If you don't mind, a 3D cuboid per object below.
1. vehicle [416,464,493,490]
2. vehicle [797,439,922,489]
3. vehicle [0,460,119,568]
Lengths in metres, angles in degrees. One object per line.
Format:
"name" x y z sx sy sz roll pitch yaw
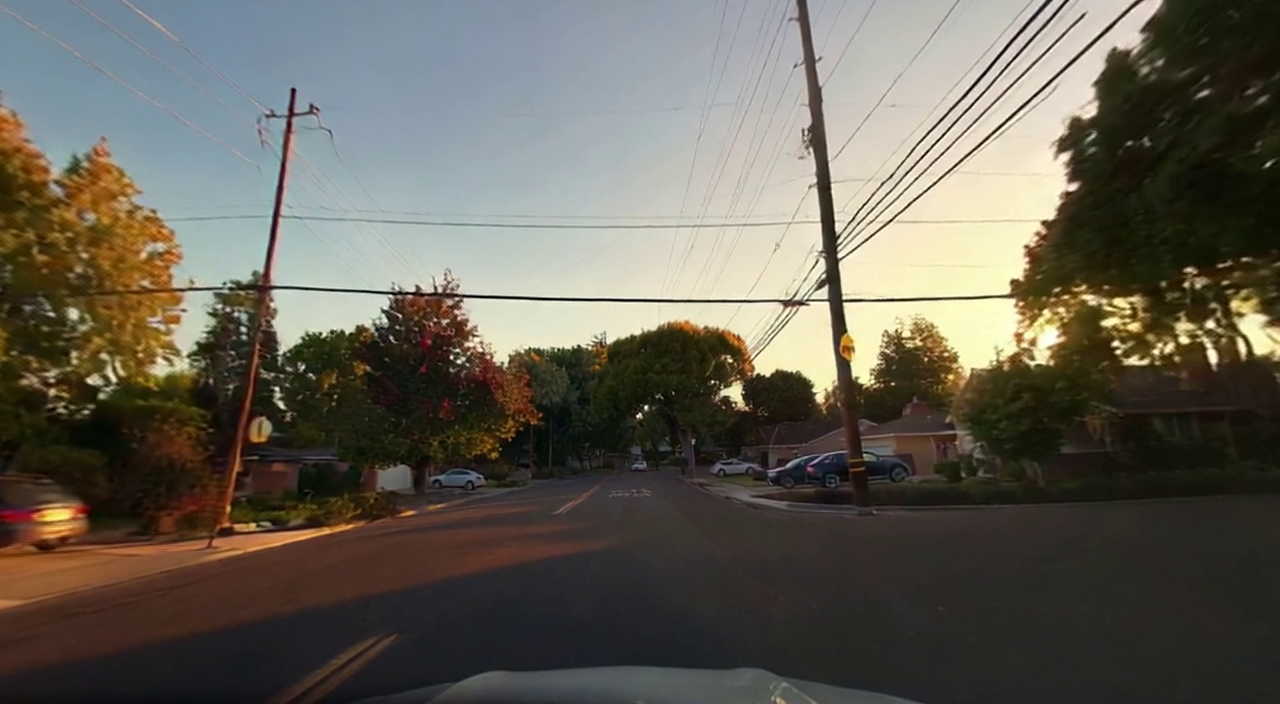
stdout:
"vehicle" -11.924 8.076 40.826 4.243 1.598 2.003 -1 -10 3
"vehicle" 9.268 4.753 26.977 4.557 2.012 1.917 0 -9 -3
"vehicle" -12.915 2.997 11.984 4.245 1.821 1.918 0 -9 -2
